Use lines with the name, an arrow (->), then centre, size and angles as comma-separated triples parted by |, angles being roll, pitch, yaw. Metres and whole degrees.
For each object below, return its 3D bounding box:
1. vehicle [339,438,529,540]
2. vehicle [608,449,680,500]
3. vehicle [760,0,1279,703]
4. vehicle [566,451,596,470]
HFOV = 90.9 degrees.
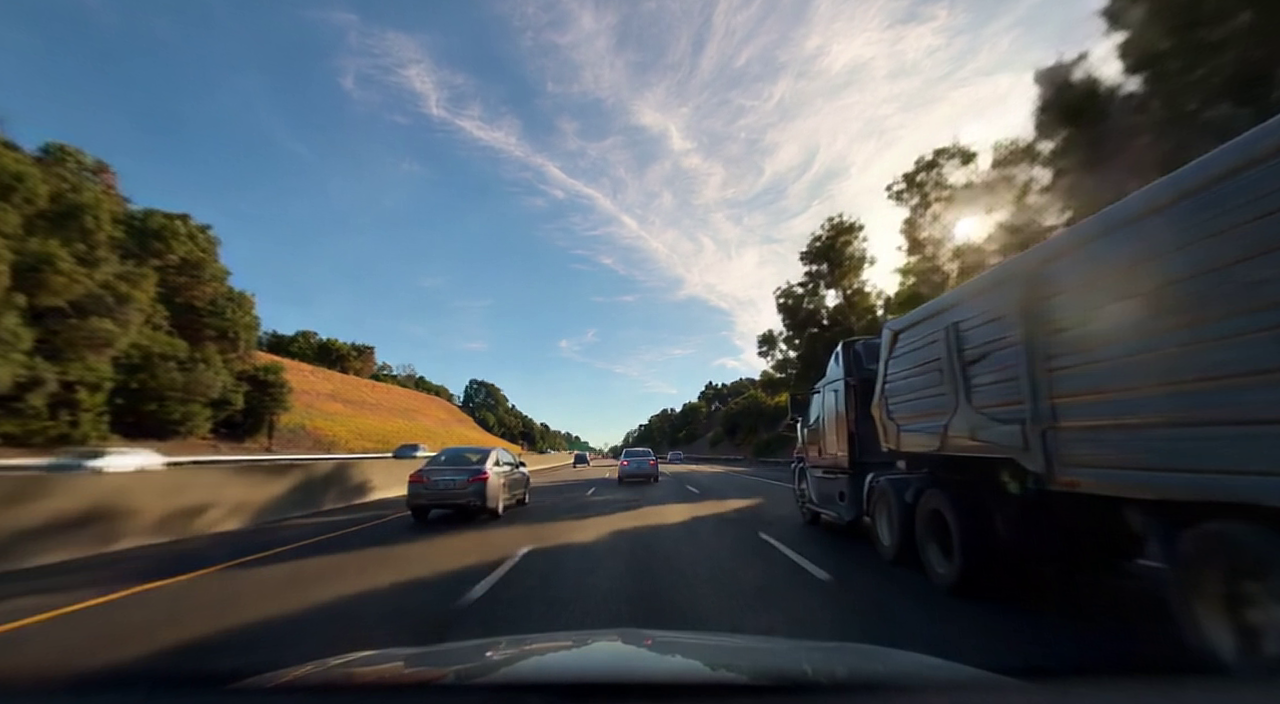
vehicle -> -3.629, 2.504, 12.161 | 2.153, 1.581, 4.375 | 0, -9, 0
vehicle -> 0.095, 3.765, 19.813 | 2.023, 1.400, 4.028 | 0, -9, -1
vehicle -> 4.448, 0.539, 7.957 | 2.905, 4.109, 14.332 | 0, -9, 0
vehicle -> -4.588, 8.499, 49.534 | 2.017, 1.460, 4.382 | 0, -9, -1
